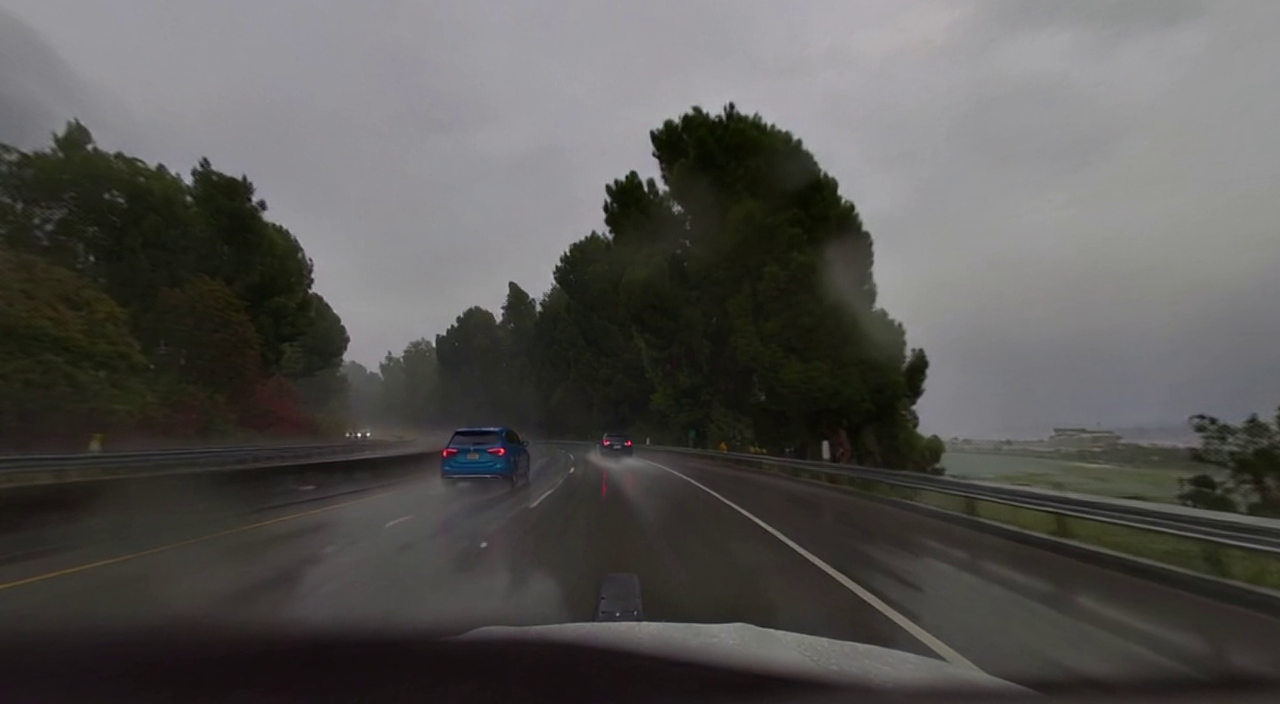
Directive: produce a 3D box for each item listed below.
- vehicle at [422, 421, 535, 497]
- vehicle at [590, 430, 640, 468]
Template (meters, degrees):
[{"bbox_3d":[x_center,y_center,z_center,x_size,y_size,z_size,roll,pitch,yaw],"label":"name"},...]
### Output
[{"bbox_3d":[-4.338,2.952,17.821,2.053,1.847,4.760,0,-8,-2],"label":"vehicle"},{"bbox_3d":[-1.395,5.074,33.292,2.452,1.857,4.022,1,-8,-5],"label":"vehicle"}]
